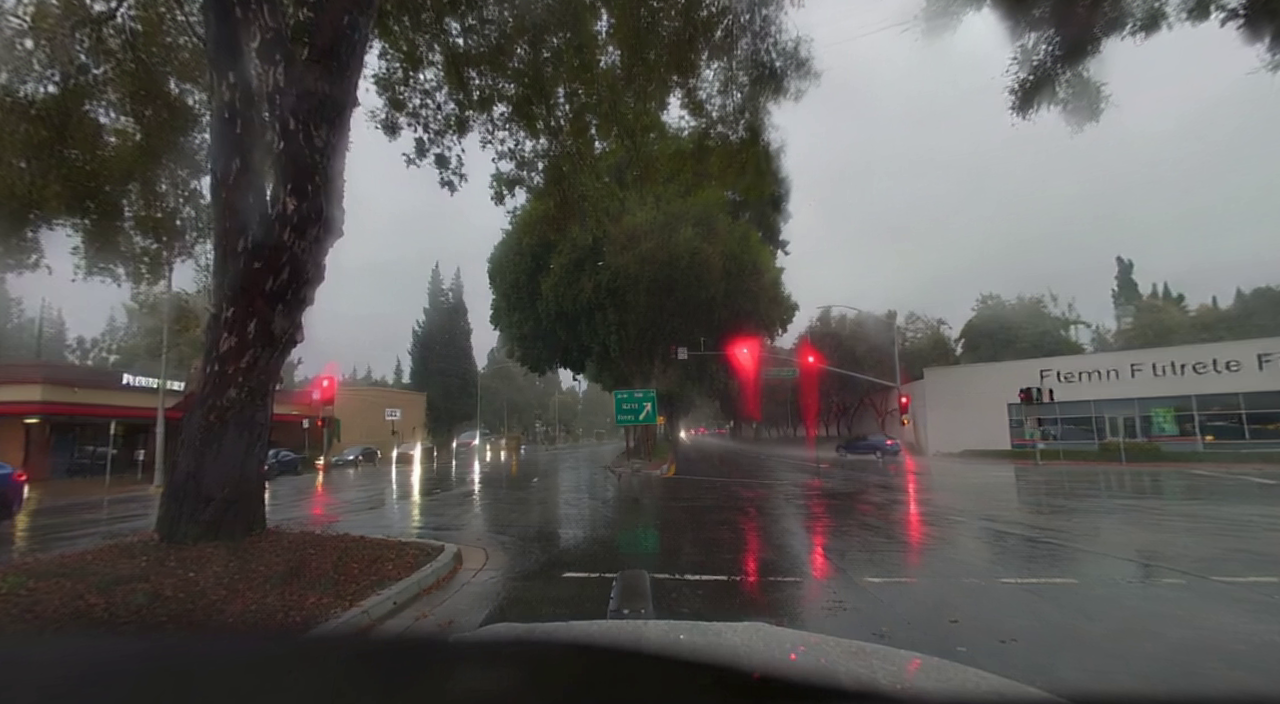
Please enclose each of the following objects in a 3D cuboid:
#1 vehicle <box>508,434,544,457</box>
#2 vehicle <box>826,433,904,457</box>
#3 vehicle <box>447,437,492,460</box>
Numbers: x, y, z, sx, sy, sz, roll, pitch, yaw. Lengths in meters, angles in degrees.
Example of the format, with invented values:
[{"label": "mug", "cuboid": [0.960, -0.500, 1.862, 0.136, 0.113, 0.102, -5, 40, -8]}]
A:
[{"label": "vehicle", "cuboid": [-8.067, 6.662, 45.081, 1.920, 1.546, 4.086, 0, -9, -1]}, {"label": "vehicle", "cuboid": [14.619, 6.068, 41.184, 1.781, 1.448, 4.560, 6, -11, -36]}, {"label": "vehicle", "cuboid": [-11.771, 6.688, 43.892, 2.111, 1.499, 4.371, 0, -9, -3]}]
